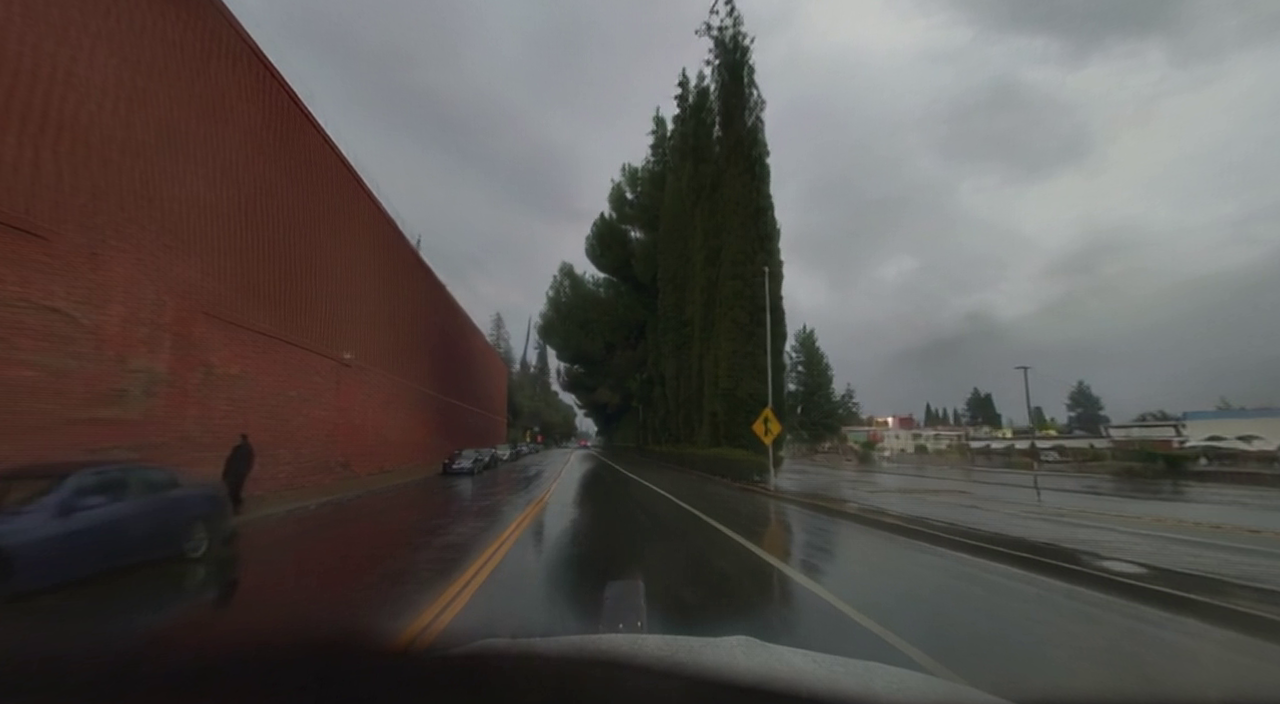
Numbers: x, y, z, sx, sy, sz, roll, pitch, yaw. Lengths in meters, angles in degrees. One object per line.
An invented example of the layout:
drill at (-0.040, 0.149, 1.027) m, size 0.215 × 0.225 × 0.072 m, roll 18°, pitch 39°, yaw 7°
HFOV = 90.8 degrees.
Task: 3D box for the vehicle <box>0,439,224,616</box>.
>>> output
vehicle at (-6.702, 1.711, 6.701) m, size 1.877 × 1.507 × 4.363 m, roll 2°, pitch -8°, yaw -5°

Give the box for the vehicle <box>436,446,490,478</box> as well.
vehicle at (-9.362, 5.822, 33.794) m, size 1.899 × 1.485 × 4.593 m, roll 2°, pitch -8°, yaw -5°
